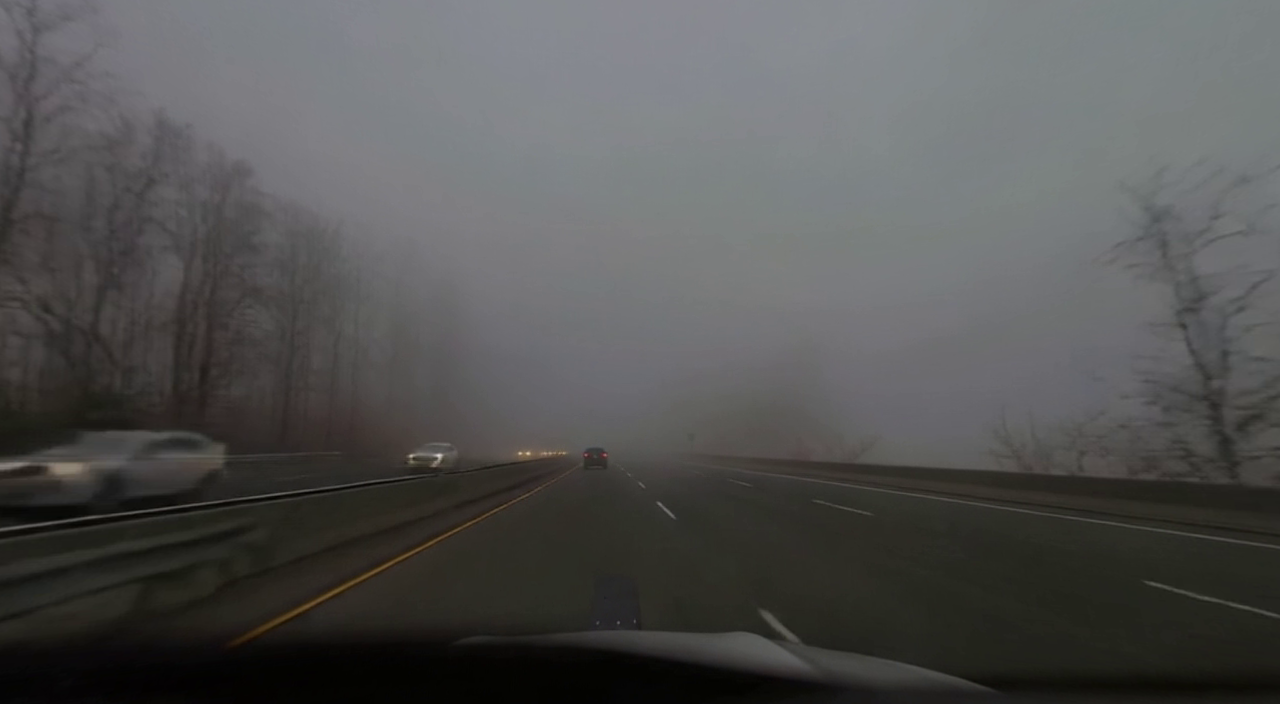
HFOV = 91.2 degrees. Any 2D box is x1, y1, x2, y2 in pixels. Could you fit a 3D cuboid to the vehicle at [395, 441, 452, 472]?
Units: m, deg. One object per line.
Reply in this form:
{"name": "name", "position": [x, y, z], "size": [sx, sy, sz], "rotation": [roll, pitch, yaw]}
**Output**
{"name": "vehicle", "position": [-11.597, 5.610, 33.797], "size": [1.817, 1.501, 3.906], "rotation": [0, -9, -3]}

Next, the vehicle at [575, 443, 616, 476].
{"name": "vehicle", "position": [-2.465, 5.978, 34.961], "size": [2.151, 1.693, 4.201], "rotation": [0, -9, -3]}

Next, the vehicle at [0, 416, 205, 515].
{"name": "vehicle", "position": [-10.198, 2.025, 11.488], "size": [1.815, 1.491, 3.784], "rotation": [0, -9, -3]}
